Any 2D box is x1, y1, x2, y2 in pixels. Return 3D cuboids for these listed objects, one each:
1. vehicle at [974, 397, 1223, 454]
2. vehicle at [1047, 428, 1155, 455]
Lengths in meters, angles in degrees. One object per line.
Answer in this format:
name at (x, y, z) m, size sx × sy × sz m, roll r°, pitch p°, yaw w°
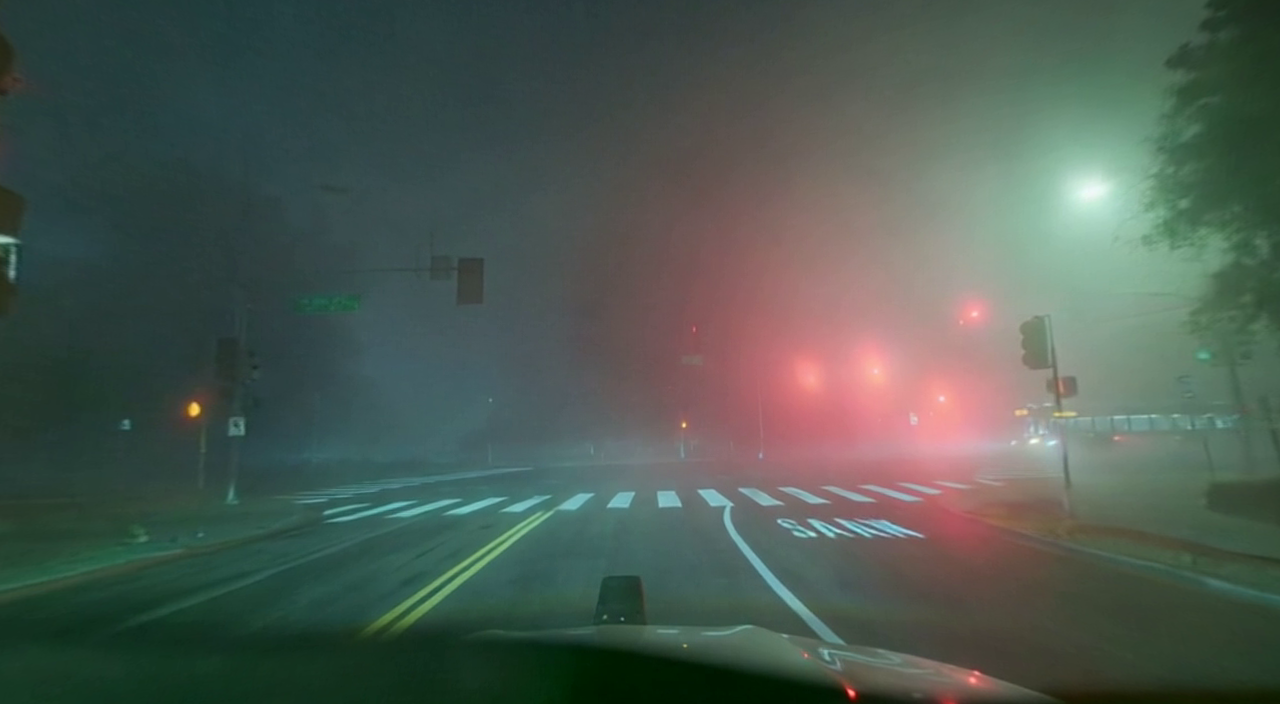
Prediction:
vehicle at (27.873, 4.567, 38.574) m, size 12.822 × 3.296 × 3.033 m, roll 0°, pitch -9°, yaw 0°
vehicle at (25.374, 4.943, 34.656) m, size 4.538 × 1.461 × 1.805 m, roll 0°, pitch -9°, yaw 0°
